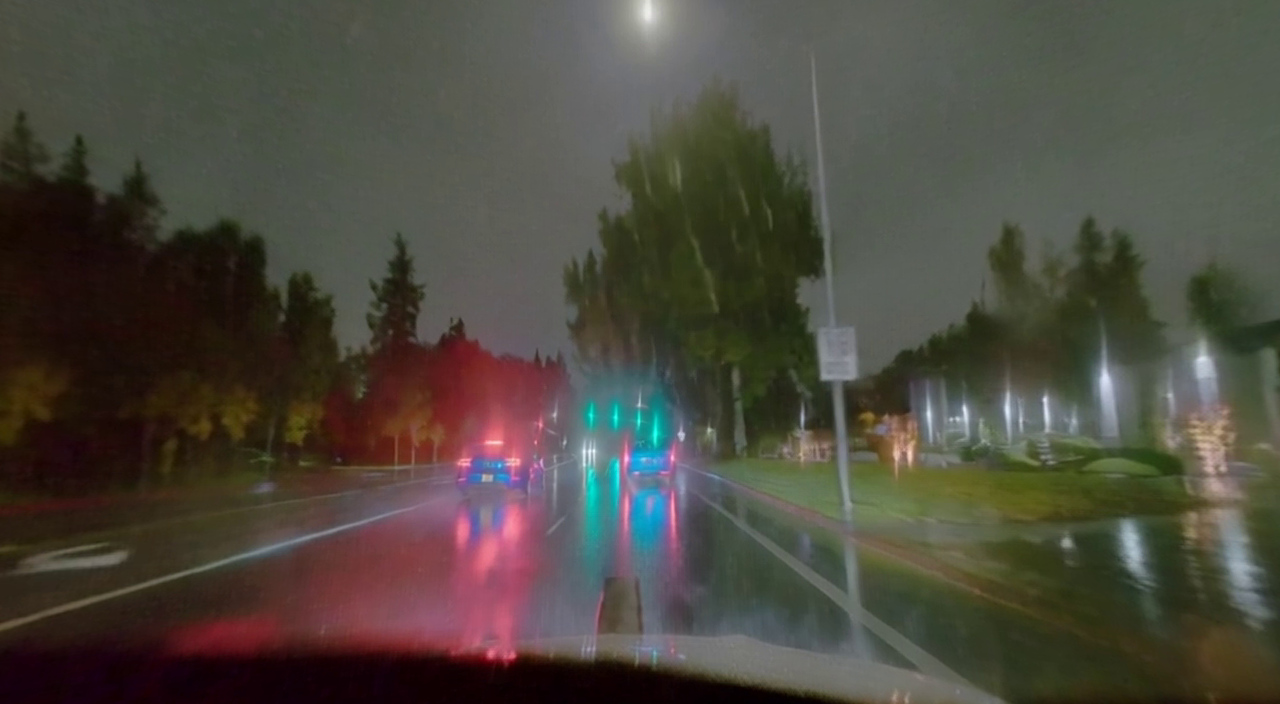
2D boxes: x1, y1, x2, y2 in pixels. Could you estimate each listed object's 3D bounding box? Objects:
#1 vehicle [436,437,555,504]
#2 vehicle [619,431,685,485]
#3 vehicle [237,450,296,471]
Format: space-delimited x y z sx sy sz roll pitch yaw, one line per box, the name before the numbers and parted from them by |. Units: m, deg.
vehicle | -3.445 2.903 15.887 2.036 1.447 4.044 0 -8 0
vehicle | 0.352 3.888 23.440 2.215 1.799 4.426 0 -8 -1
vehicle | -27.943 8.095 47.205 1.826 1.464 4.533 0 -8 -3
